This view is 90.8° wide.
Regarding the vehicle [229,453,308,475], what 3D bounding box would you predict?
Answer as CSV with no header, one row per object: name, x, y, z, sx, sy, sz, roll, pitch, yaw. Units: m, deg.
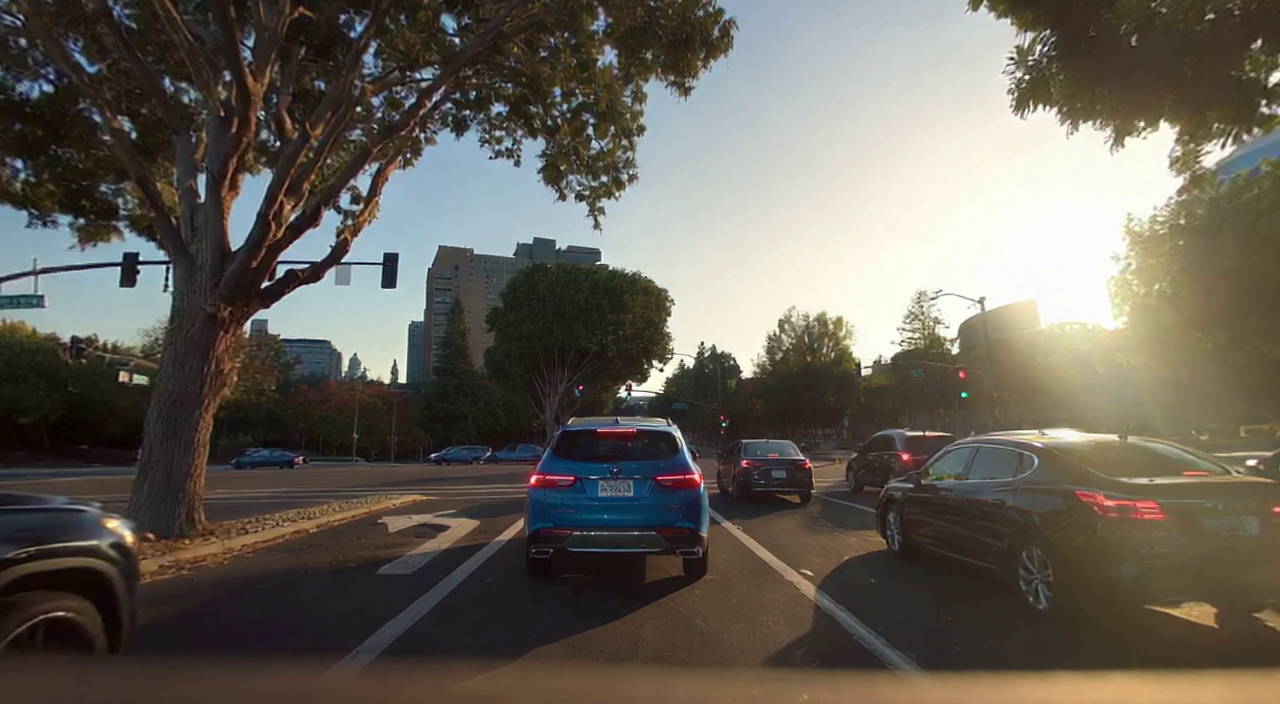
vehicle,-25.241,7.583,42.985,4.468,1.430,1.770,-2,-9,10

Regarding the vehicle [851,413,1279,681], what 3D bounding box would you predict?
vehicle,3.619,1.395,5.694,1.861,1.478,4.185,0,-8,-2

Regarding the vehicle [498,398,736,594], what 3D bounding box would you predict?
vehicle,-0.264,1.559,7.619,2.101,1.707,3.904,0,-8,-2

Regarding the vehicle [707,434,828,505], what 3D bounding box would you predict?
vehicle,2.982,2.856,15.773,1.950,1.506,4.086,0,-8,-3

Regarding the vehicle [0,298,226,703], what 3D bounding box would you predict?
vehicle,-3.259,0.516,0.712,2.186,1.794,4.972,0,-8,0
